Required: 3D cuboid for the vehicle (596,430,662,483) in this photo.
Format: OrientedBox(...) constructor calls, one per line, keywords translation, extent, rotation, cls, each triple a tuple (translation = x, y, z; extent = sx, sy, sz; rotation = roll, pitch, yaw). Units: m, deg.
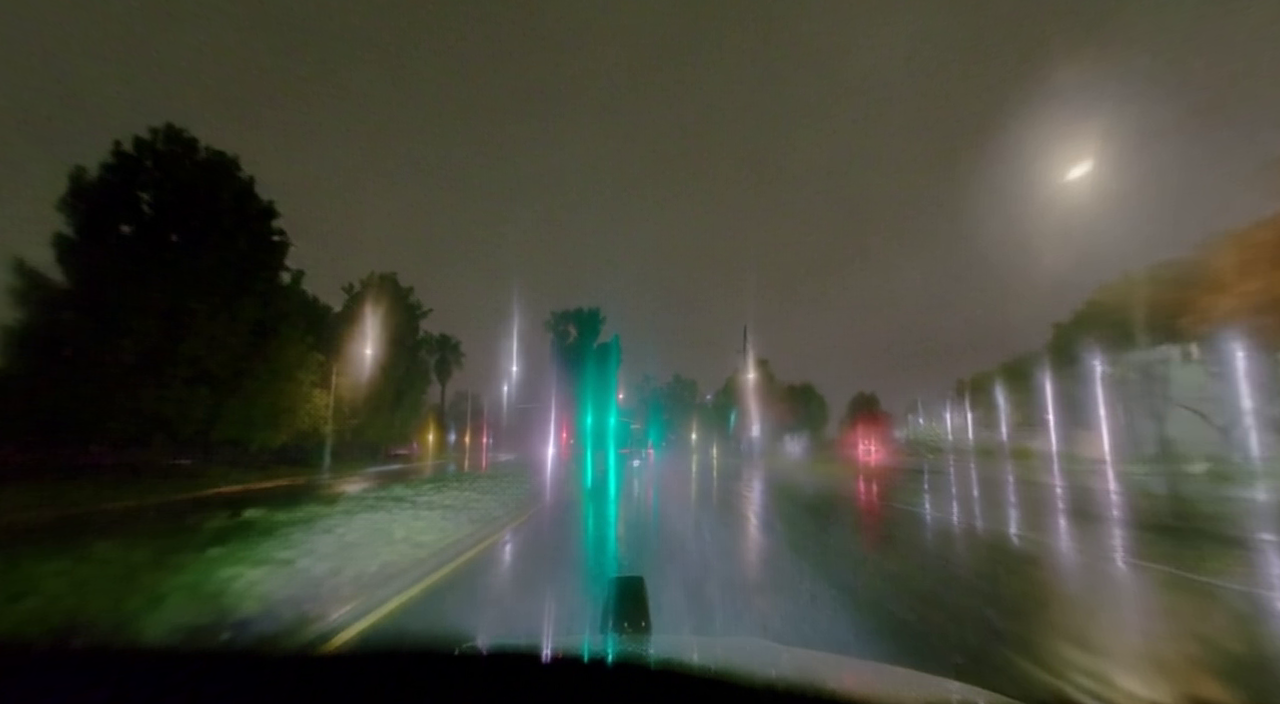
OrientedBox(translation=(-0.402, 3.811, 23.195), extent=(2.192, 1.734, 4.176), rotation=(0, -8, -1), cls="vehicle")
